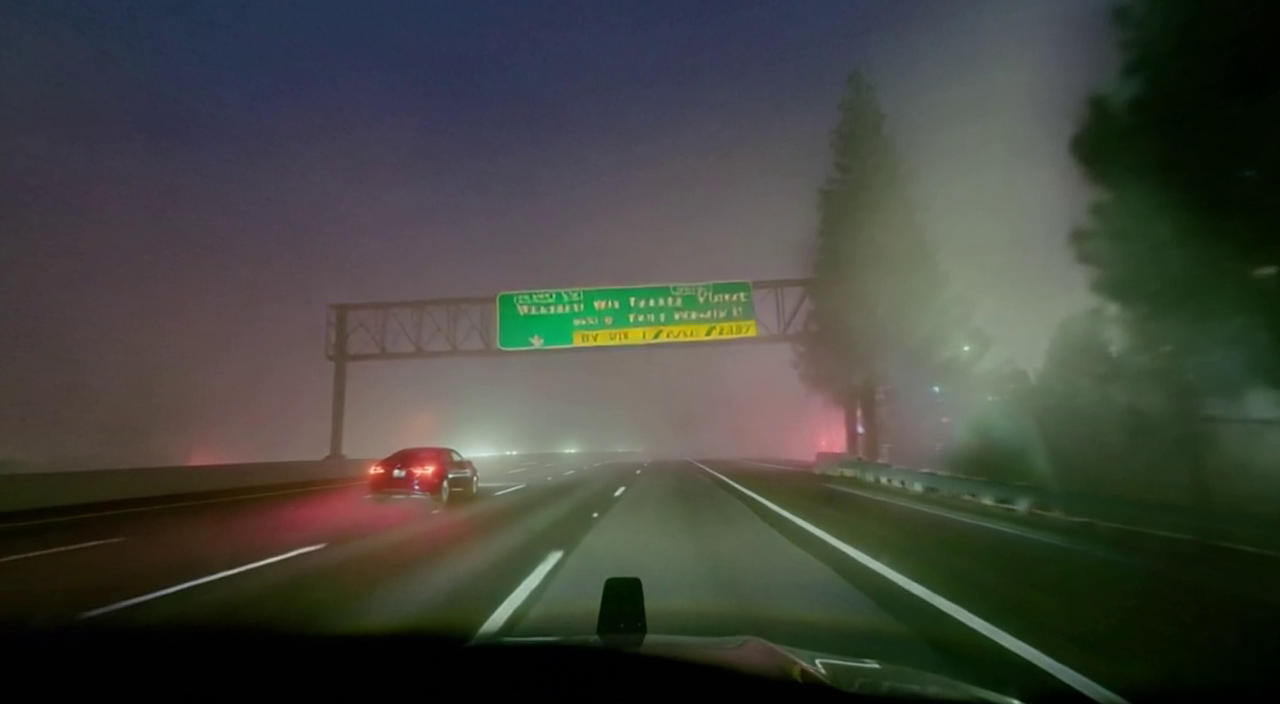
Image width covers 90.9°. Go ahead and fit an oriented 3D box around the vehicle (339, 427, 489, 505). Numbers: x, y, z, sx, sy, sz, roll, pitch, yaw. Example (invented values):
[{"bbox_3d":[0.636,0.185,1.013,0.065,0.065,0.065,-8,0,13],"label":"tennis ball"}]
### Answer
[{"bbox_3d":[-5.878,3.024,17.199,2.145,1.793,4.762,-1,-8,3],"label":"vehicle"}]
